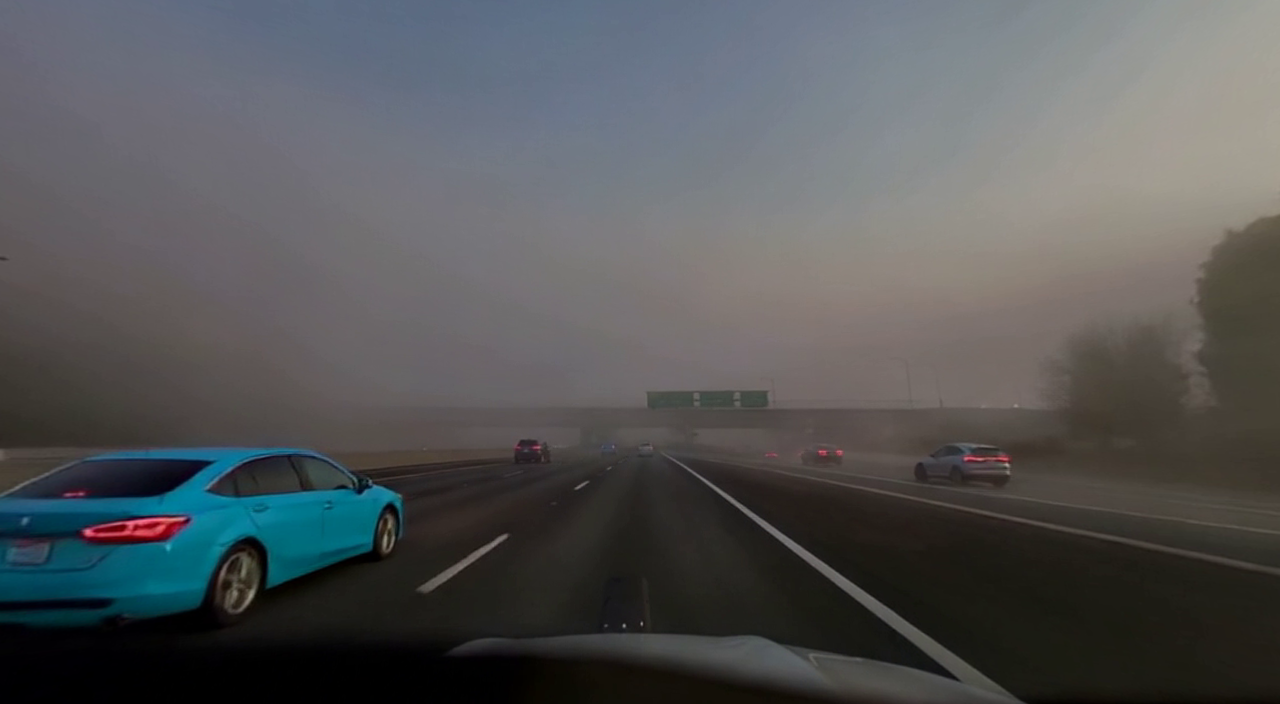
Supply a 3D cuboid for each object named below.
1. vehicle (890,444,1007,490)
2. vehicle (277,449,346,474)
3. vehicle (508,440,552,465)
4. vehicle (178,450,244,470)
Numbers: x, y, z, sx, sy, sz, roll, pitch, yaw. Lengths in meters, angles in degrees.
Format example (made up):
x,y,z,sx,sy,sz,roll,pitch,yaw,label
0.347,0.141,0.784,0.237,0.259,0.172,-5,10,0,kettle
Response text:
x,y,z,sx,sy,sz,roll,pitch,yaw,label
11.256,4.189,23.389,2.000,1.515,4.188,0,-8,-3,vehicle
-20.754,6.905,40.041,1.943,1.467,4.274,0,-8,2,vehicle
-6.997,6.443,40.512,1.987,1.486,4.174,0,-8,2,vehicle
-33.514,8.416,49.411,1.788,1.453,4.605,0,-8,3,vehicle
